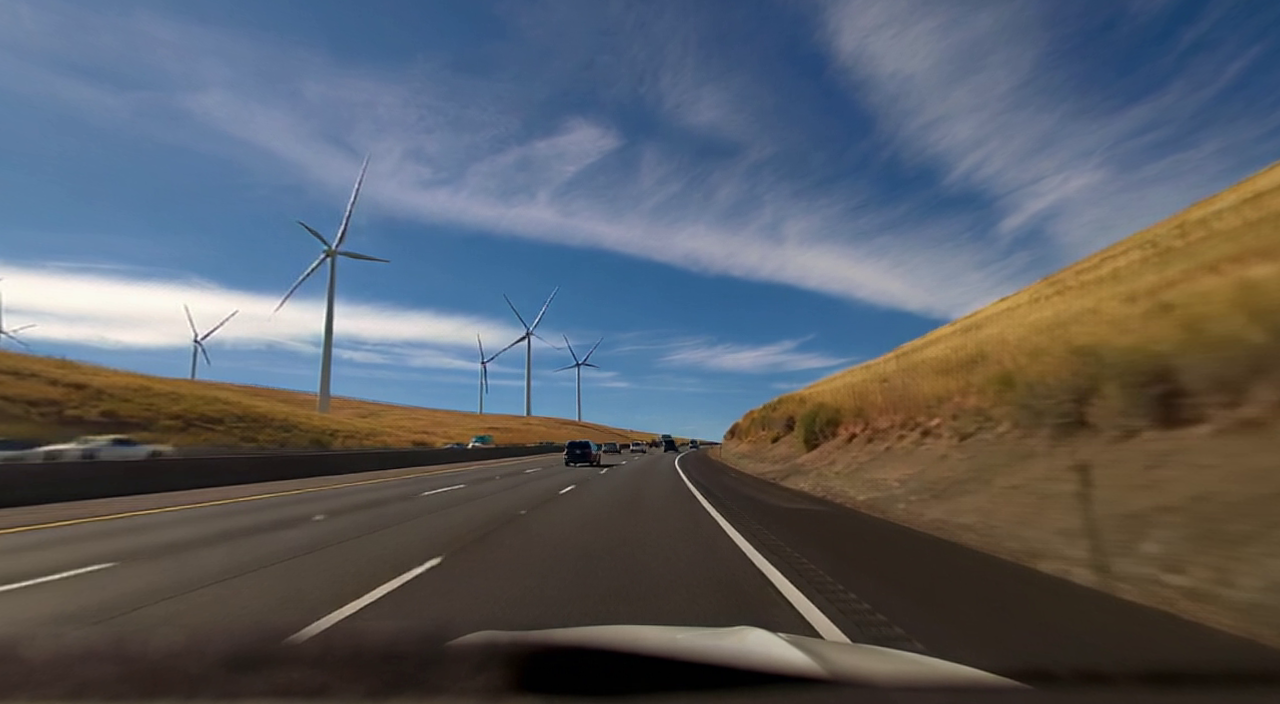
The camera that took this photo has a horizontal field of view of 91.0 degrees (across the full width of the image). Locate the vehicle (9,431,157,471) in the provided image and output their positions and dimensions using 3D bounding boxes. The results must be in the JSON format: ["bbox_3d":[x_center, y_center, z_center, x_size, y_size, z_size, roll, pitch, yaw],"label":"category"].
[{"bbox_3d":[-24.598,4.407,28.134,1.993,1.592,4.908,0,-9,2],"label":"vehicle"}]

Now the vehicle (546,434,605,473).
[{"bbox_3d":[-2.948,4.830,29.998,2.118,1.702,4.355,0,-9,3],"label":"vehicle"}]
